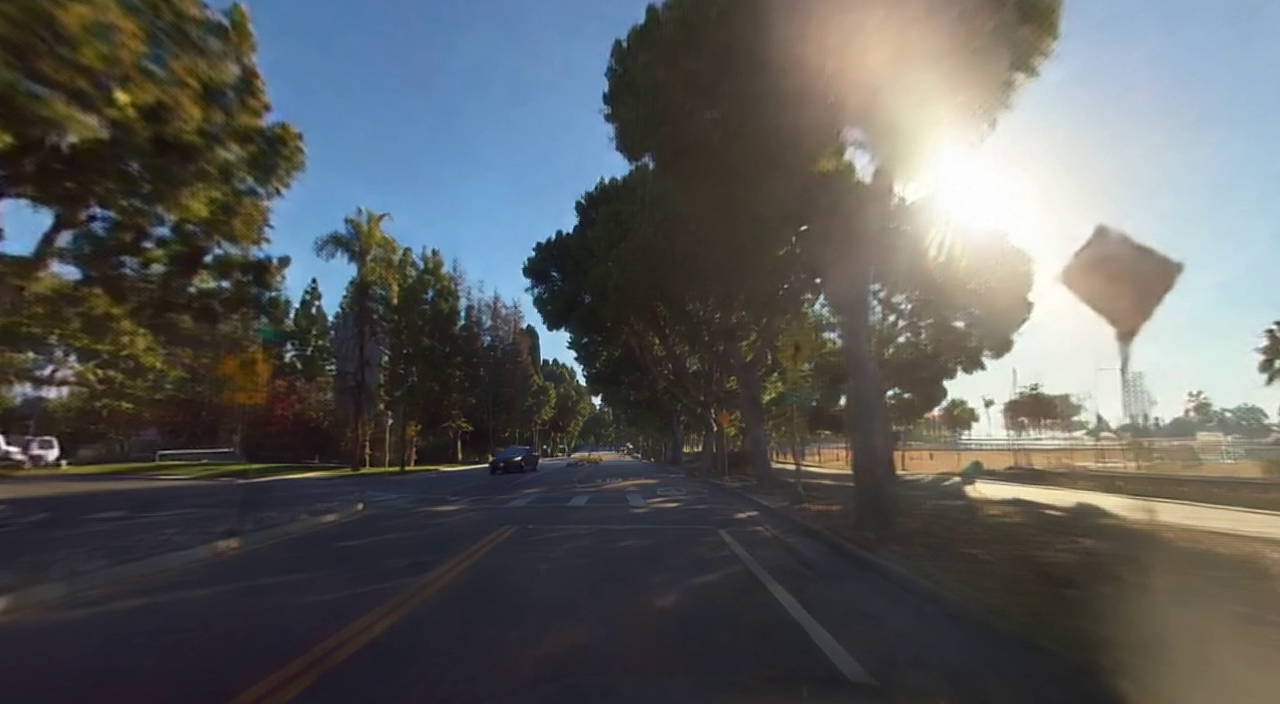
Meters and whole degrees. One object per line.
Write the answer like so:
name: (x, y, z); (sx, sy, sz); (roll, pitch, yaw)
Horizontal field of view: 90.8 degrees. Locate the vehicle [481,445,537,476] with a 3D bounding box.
vehicle: (-7.649, 6.351, 37.282); (2.036, 1.686, 4.780); (-1, -8, 3)
